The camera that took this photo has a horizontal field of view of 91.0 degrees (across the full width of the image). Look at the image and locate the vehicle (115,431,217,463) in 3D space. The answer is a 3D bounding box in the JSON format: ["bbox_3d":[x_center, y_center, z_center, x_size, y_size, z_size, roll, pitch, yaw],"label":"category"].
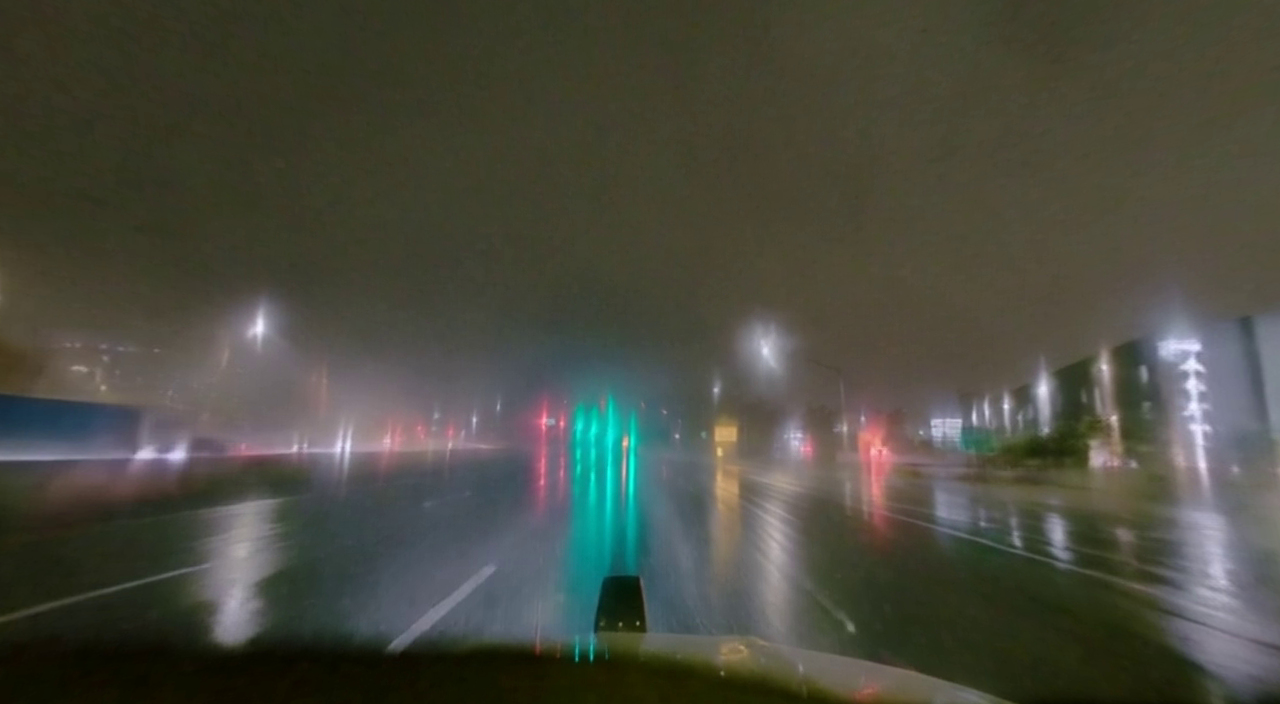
[{"bbox_3d":[-26.569,5.355,35.577,1.977,1.692,4.807,1,-8,0],"label":"vehicle"}]

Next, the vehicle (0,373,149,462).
[{"bbox_3d":[-26.550,2.706,25.706,3.068,3.410,12.339,1,-8,0],"label":"vehicle"}]
